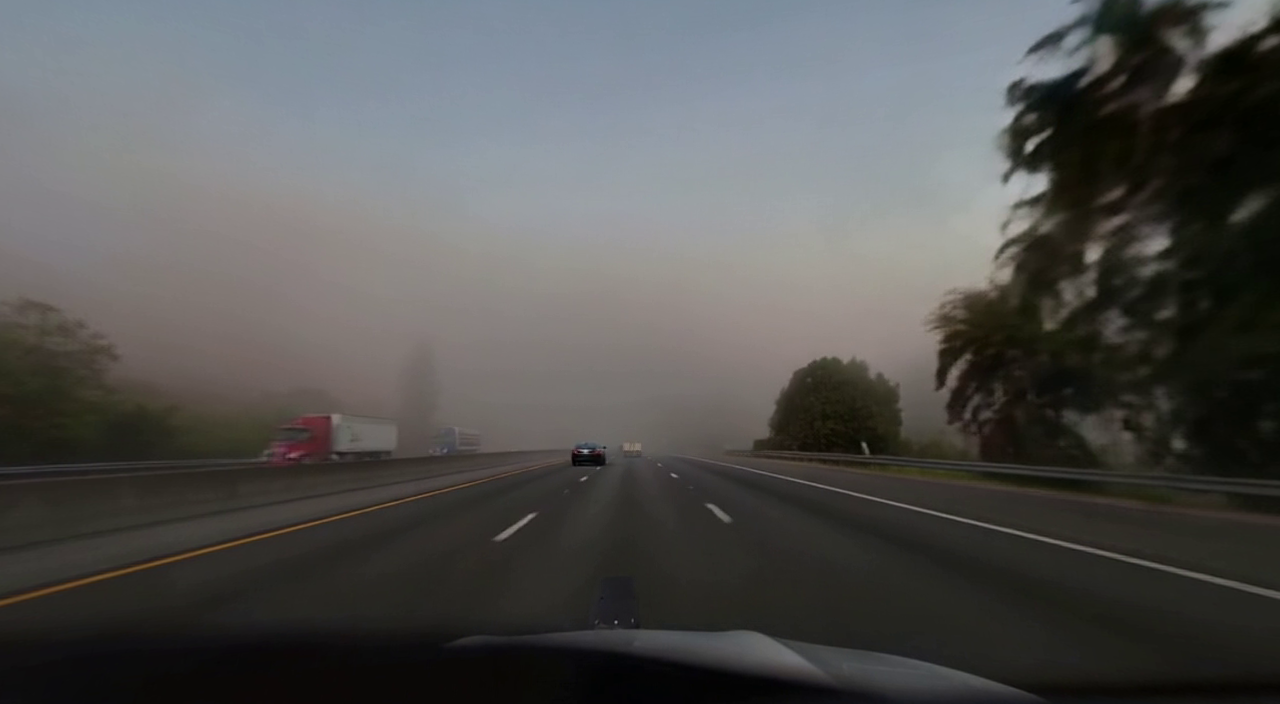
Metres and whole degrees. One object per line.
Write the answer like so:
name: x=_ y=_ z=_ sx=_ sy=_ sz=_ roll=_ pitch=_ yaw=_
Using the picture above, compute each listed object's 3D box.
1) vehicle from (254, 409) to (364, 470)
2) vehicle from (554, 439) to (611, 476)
vehicle: x=-24.634 y=6.658 z=47.735 sx=2.970 sy=4.086 sz=9.830 roll=0 pitch=-8 yaw=0
vehicle: x=-2.534 y=4.798 z=28.984 sx=2.158 sy=1.562 sz=4.373 roll=0 pitch=-8 yaw=1
